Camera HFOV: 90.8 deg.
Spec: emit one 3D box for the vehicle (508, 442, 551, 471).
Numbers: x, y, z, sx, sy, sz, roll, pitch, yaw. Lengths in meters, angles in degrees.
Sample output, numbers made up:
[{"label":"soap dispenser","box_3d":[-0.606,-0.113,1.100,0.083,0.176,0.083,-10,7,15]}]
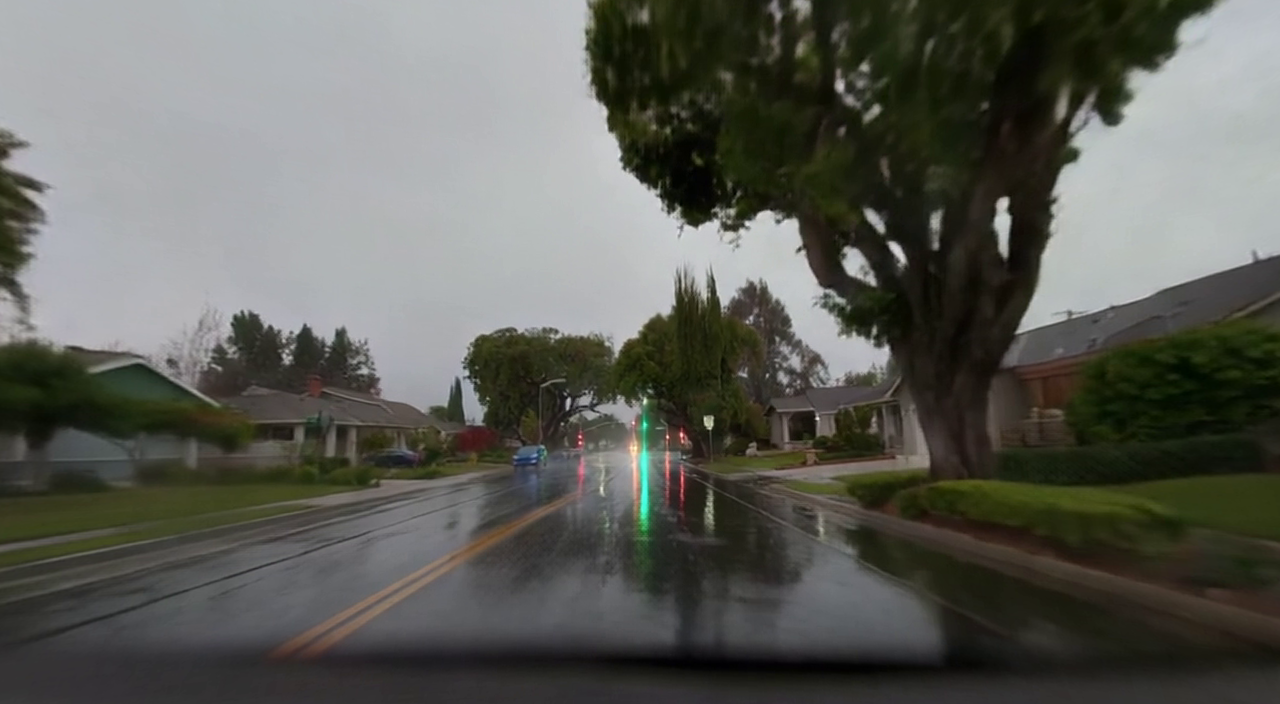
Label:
[{"label":"vehicle","box_3d":[-7.391,7.046,42.783,2.209,1.807,4.432,-2,-8,-1]}]
